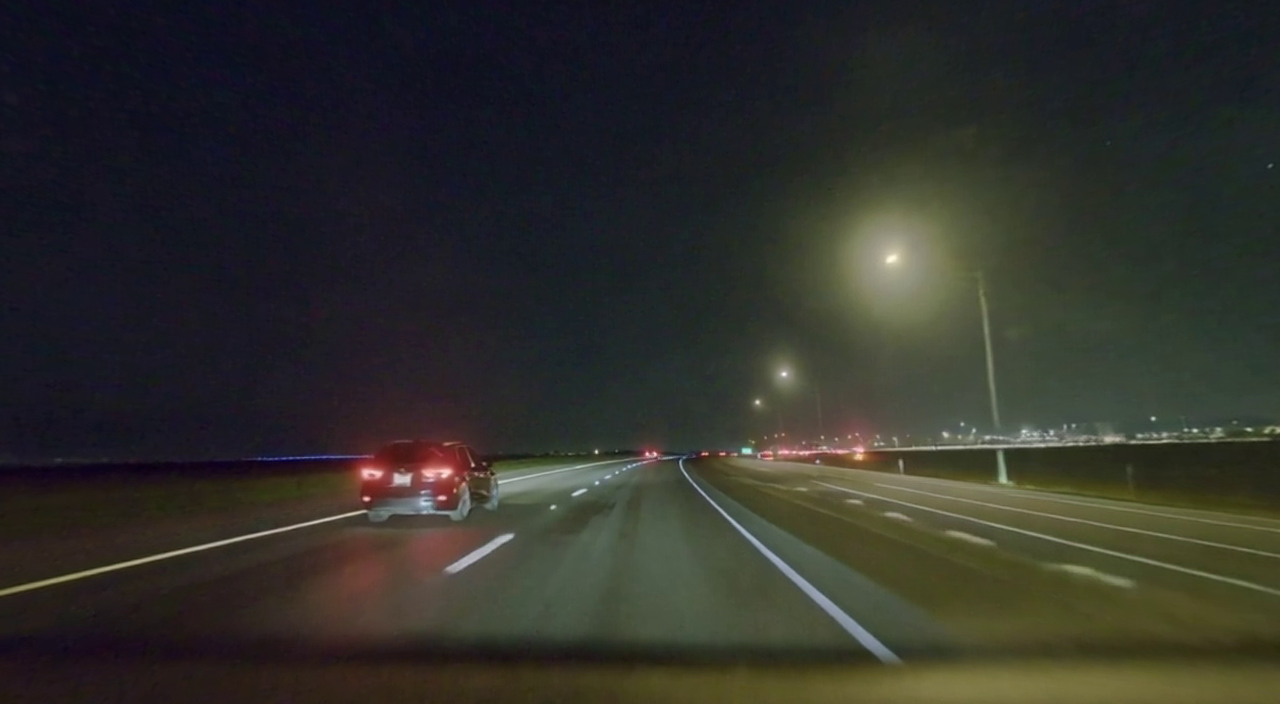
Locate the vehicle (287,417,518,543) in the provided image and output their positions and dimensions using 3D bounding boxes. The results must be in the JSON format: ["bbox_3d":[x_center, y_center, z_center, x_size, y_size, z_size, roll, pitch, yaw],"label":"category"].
[{"bbox_3d":[-3.849,2.182,11.390,2.193,1.771,4.757,0,-9,2],"label":"vehicle"}]
